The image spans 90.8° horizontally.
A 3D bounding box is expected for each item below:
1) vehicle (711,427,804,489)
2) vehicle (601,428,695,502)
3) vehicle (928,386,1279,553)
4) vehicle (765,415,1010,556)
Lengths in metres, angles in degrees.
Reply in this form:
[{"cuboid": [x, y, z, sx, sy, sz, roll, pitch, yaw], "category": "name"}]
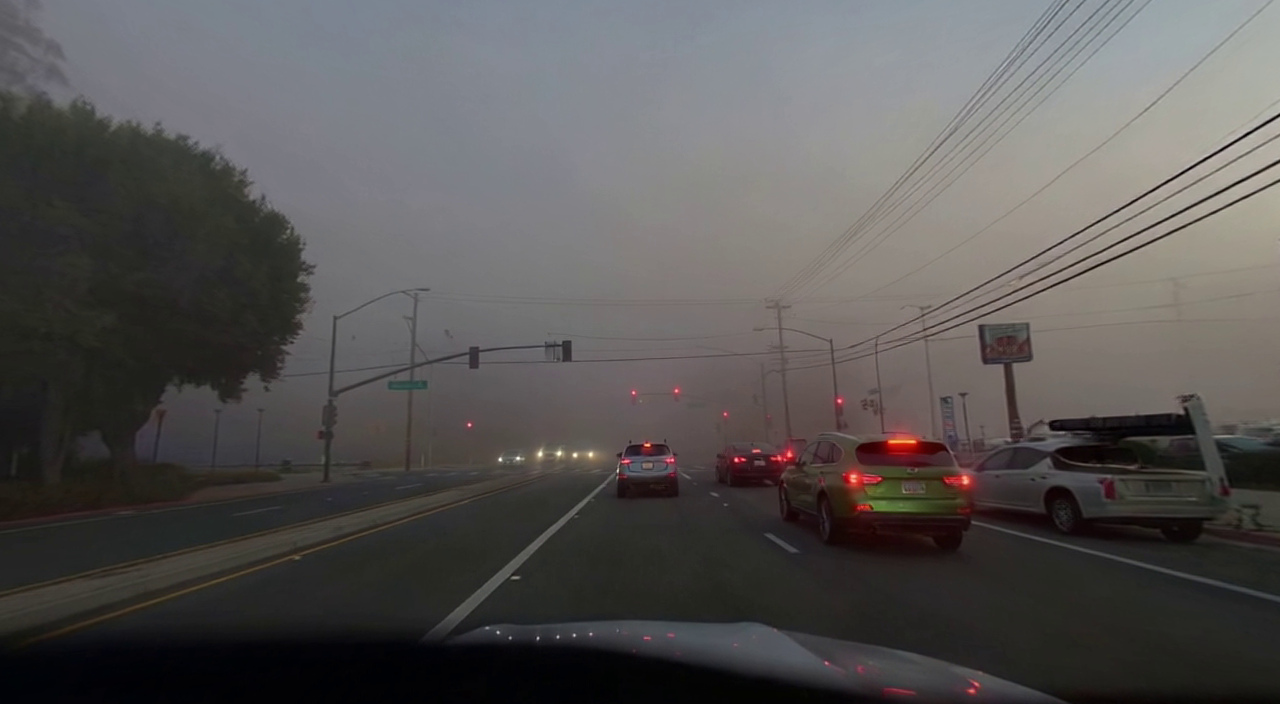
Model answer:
[{"cuboid": [3.704, 3.452, 20.812, 2.060, 1.789, 4.712, 0, -9, -1], "category": "vehicle"}, {"cuboid": [0.191, 2.888, 16.491, 2.149, 1.668, 3.962, 0, -9, 0], "category": "vehicle"}, {"cuboid": [6.679, 1.731, 9.852, 2.080, 1.958, 4.653, 0, -9, -1], "category": "vehicle"}, {"cuboid": [3.316, 1.883, 9.574, 1.998, 1.620, 4.267, 0, -9, 1], "category": "vehicle"}]
